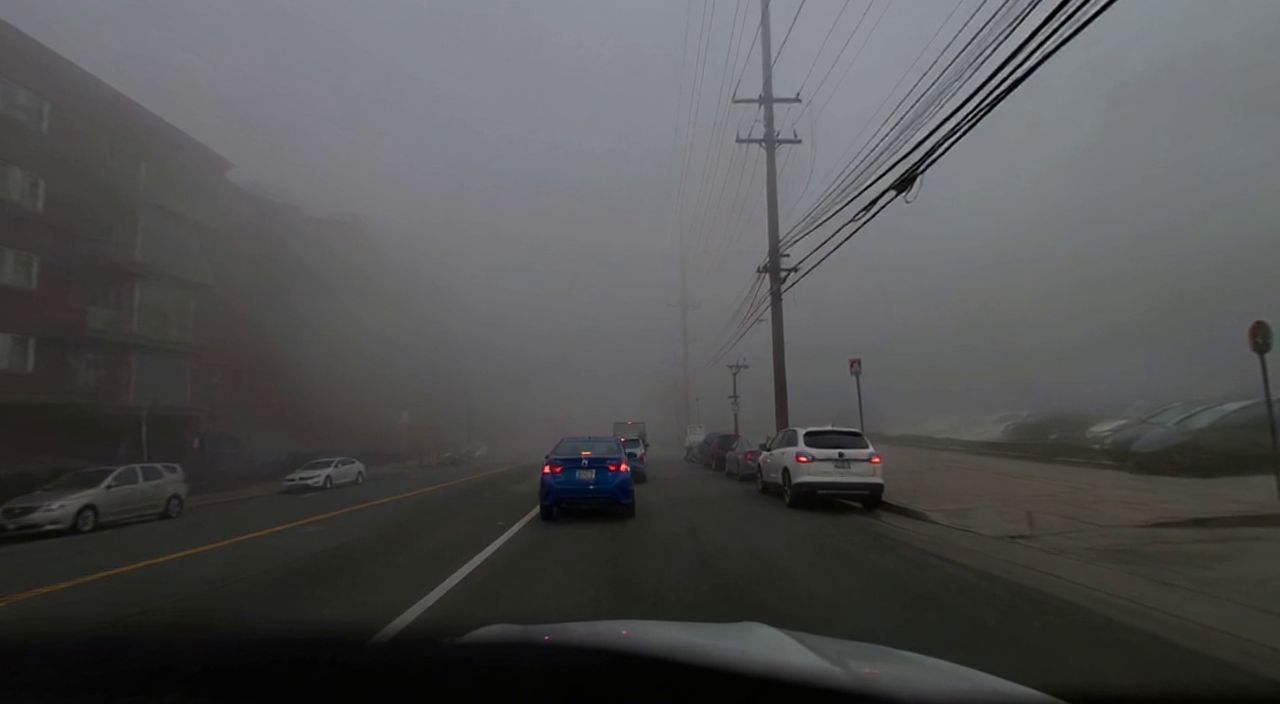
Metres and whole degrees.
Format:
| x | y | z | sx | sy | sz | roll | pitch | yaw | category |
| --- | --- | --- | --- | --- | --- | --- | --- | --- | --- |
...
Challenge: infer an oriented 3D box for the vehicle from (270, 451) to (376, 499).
| x | y | z | sx | sy | sz | roll | pitch | yaw | category |
| --- | --- | --- | --- | --- | --- | --- | --- | --- | --- |
| -12.140 | 4.680 | 24.501 | 1.868 | 1.491 | 4.367 | -5 | -8 | 0 | vehicle |

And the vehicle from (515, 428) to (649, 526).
| x | y | z | sx | sy | sz | roll | pitch | yaw | category |
| --- | --- | --- | --- | --- | --- | --- | --- | --- | --- |
| -0.901 | 2.230 | 11.896 | 2.019 | 1.453 | 4.603 | 0 | -8 | -1 | vehicle |

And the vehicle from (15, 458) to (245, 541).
| x | y | z | sx | sy | sz | roll | pitch | yaw | category |
| --- | --- | --- | --- | --- | --- | --- | --- | --- | --- |
| -12.061 | 3.448 | 15.487 | 1.850 | 1.487 | 4.711 | -3 | -8 | -1 | vehicle |

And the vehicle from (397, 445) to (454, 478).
| x | y | z | sx | sy | sz | roll | pitch | yaw | category |
| --- | --- | --- | --- | --- | --- | --- | --- | --- | --- |
| -12.256 | 6.250 | 36.409 | 2.011 | 1.687 | 4.079 | -3 | -8 | -2 | vehicle |

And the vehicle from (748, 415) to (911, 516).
| x | y | z | sx | sy | sz | roll | pitch | yaw | category |
| --- | --- | --- | --- | --- | --- | --- | --- | --- | --- |
| 3.666 | 2.298 | 13.215 | 1.967 | 1.721 | 4.410 | 0 | -8 | -1 | vehicle |
